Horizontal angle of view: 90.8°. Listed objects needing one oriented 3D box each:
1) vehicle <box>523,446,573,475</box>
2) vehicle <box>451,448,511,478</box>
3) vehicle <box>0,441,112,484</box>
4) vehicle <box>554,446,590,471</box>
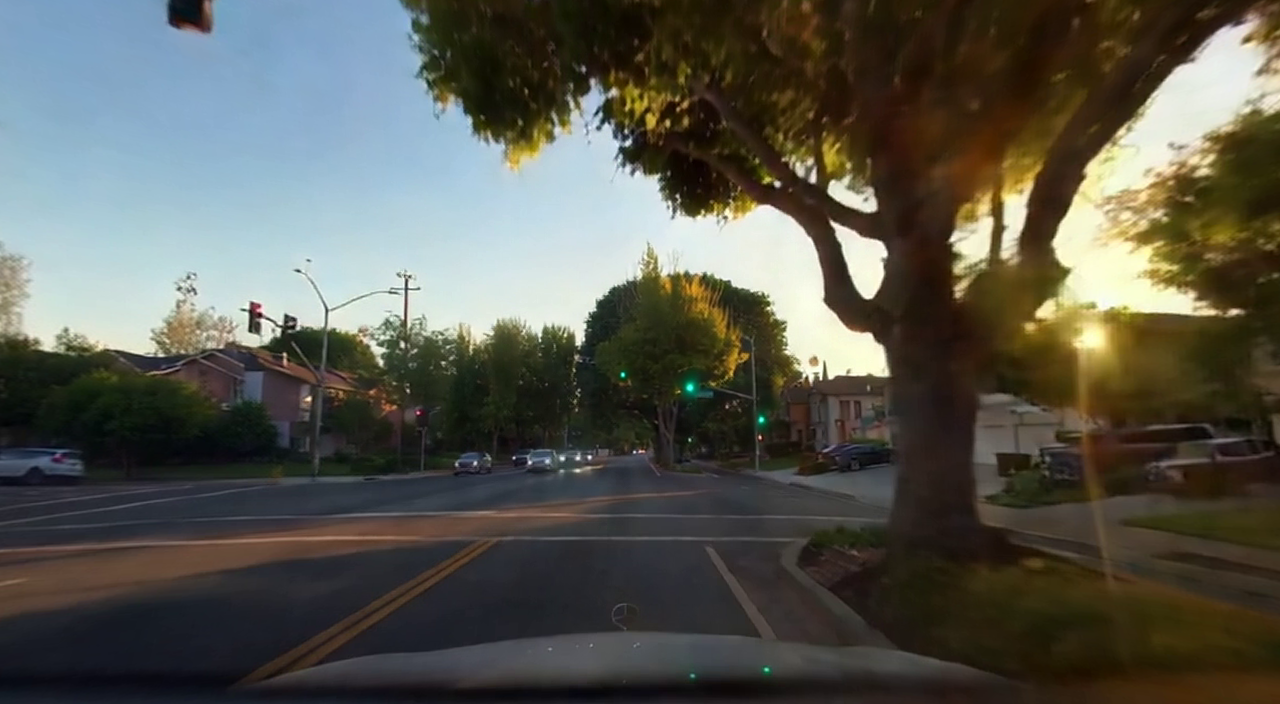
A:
[{"bbox_3d":[-4.978,5.909,34.616,2.003,1.462,4.220,0,-8,1],"label":"vehicle"},{"bbox_3d":[-8.459,5.956,34.101,1.985,1.475,4.383,0,-8,2],"label":"vehicle"},{"bbox_3d":[-26.360,4.779,27.429,4.802,1.776,2.090,1,-8,-5],"label":"vehicle"},{"bbox_3d":[-4.669,7.360,43.879,1.999,1.652,3.962,0,-8,1],"label":"vehicle"}]
